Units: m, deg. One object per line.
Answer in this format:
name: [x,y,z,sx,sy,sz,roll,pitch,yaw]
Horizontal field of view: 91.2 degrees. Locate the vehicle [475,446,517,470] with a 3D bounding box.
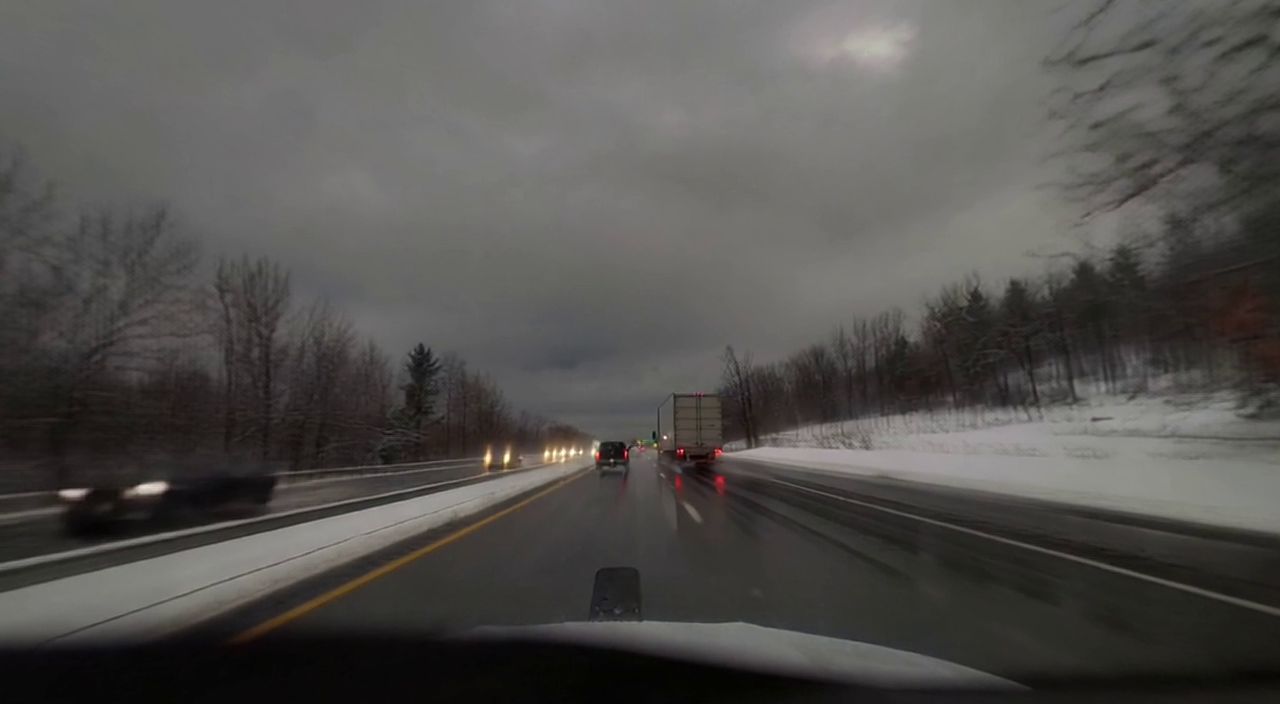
vehicle: [-10.086,7.451,44.219,1.946,1.550,4.142,-1,-9,0]

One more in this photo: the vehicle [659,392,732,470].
vehicle: [3.089,5.159,39.670,3.068,4.042,13.787,0,-9,-1]

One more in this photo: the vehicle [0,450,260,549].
vehicle: [-9.693,2.671,12.119,1.890,1.505,4.484,0,-9,-1]

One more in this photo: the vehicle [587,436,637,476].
vehicle: [-1.229,4.811,29.106,2.151,1.693,4.201,0,-9,-1]
